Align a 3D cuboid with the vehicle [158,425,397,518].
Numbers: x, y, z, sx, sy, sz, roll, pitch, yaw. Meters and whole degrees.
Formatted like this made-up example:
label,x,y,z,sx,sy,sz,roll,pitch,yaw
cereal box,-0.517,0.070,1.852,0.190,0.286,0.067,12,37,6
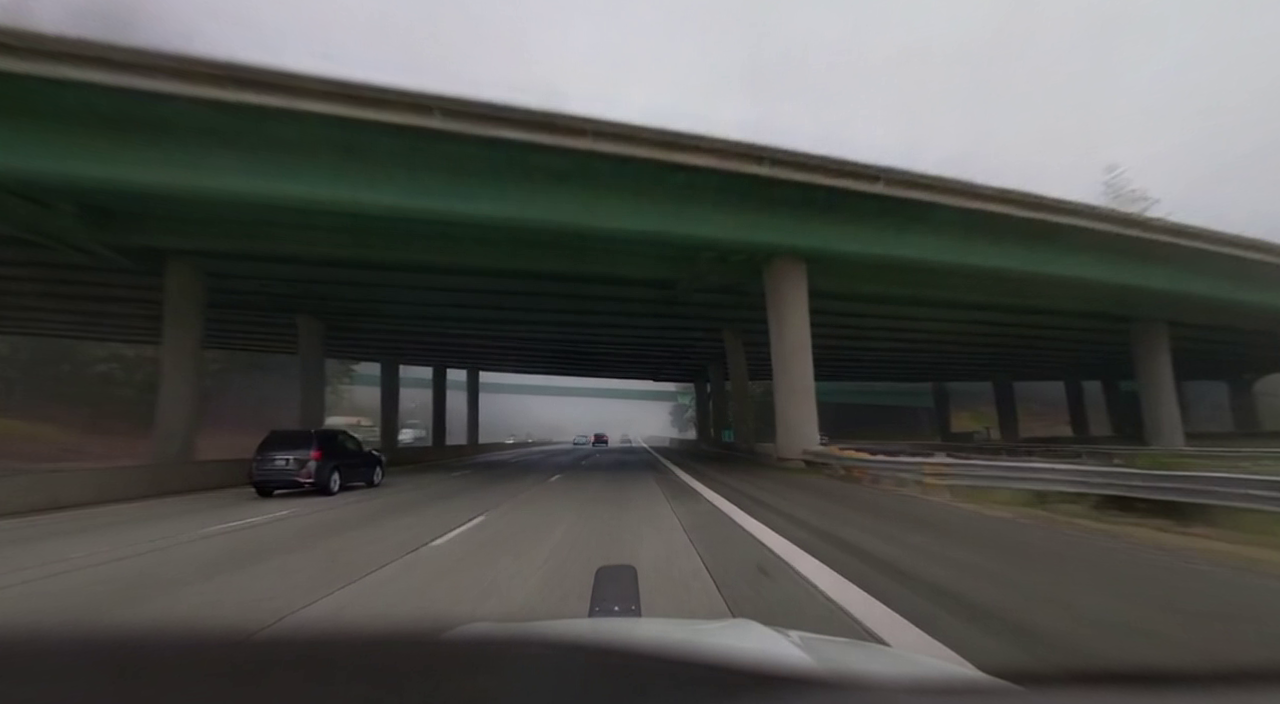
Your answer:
label,x,y,z,sx,sy,sz,roll,pitch,yaw
vehicle,-6.871,2.276,12.665,2.118,1.524,4.422,0,-8,1
